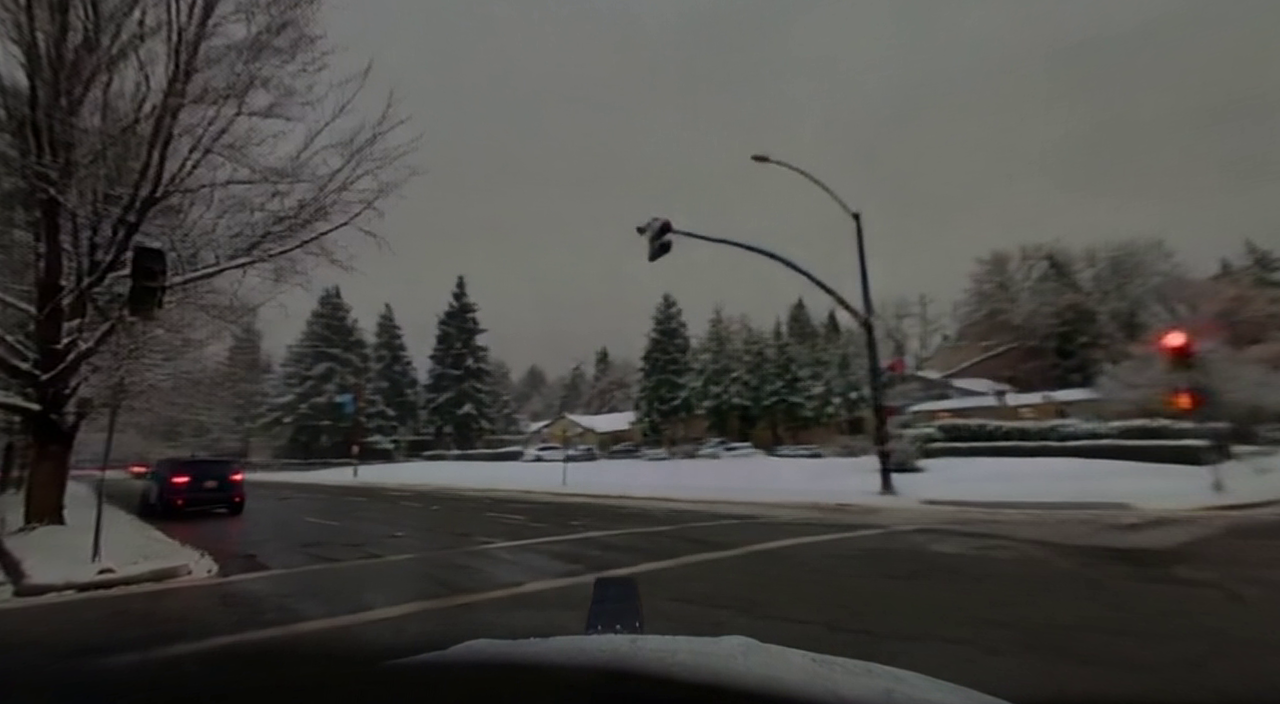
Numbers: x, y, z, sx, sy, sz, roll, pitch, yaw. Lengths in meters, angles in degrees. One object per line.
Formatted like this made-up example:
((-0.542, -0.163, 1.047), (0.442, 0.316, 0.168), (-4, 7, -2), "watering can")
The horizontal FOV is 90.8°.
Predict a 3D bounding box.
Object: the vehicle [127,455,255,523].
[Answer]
((-12.733, 3.749, 17.829), (4.247, 1.591, 2.093), (-8, -12, 44), "vehicle")
